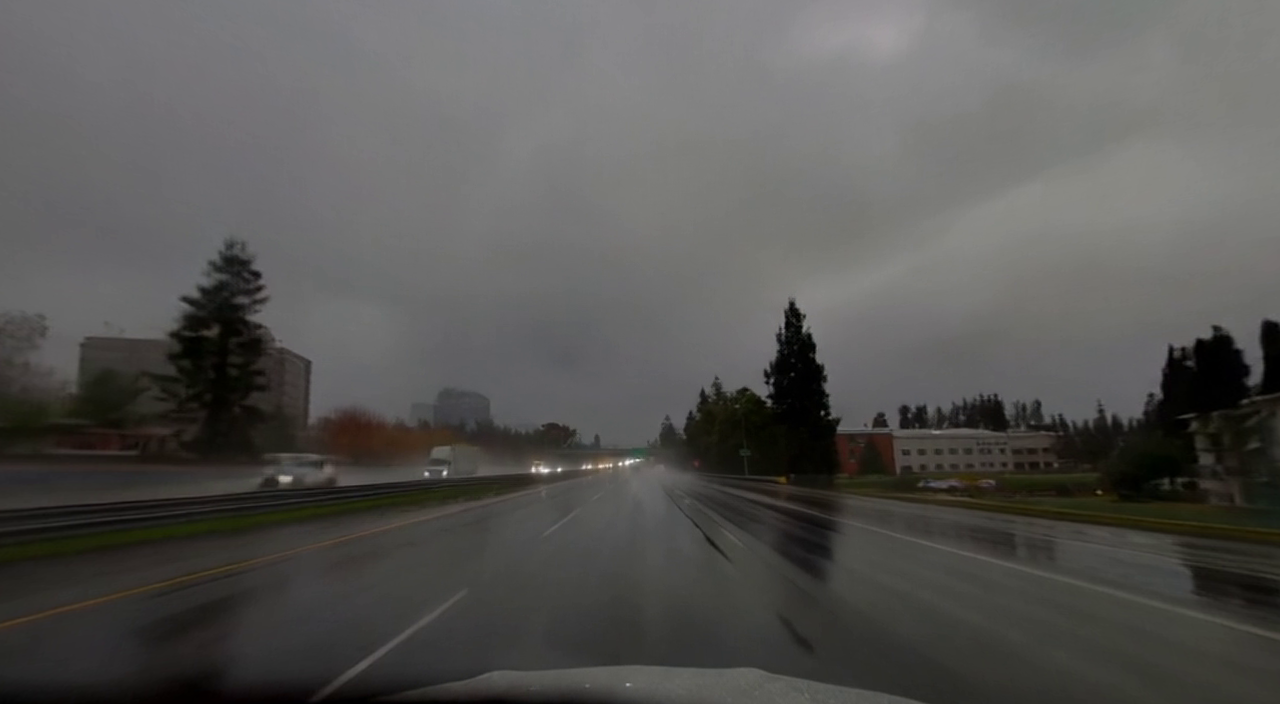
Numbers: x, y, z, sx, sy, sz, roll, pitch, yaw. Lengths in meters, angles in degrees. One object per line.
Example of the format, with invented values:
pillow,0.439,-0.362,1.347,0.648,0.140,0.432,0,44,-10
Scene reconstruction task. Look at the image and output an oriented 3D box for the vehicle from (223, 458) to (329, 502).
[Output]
vehicle,-15.688,5.547,27.495,1.958,1.686,4.519,1,-10,-1
